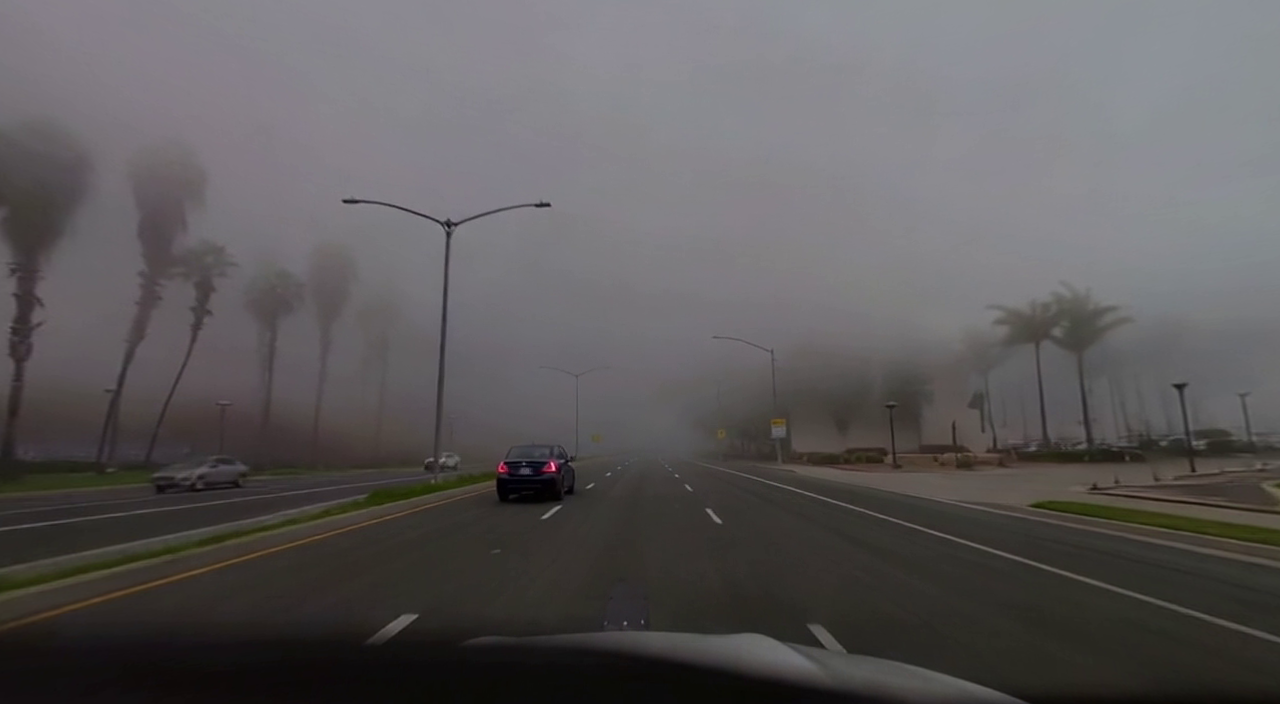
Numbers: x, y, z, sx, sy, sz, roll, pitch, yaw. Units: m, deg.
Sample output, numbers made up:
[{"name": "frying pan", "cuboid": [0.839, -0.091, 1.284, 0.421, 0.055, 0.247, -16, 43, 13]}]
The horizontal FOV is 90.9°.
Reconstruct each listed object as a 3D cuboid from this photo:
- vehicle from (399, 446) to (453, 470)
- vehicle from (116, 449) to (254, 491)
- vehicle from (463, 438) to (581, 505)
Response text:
[{"name": "vehicle", "cuboid": [-14.626, 7.247, 43.398, 1.948, 1.491, 4.723, 0, -8, 1]}, {"name": "vehicle", "cuboid": [-18.208, 4.708, 25.584, 1.993, 1.466, 4.731, 0, -8, 1]}, {"name": "vehicle", "cuboid": [-2.963, 3.121, 17.041, 2.162, 1.549, 4.795, 0, -8, 1]}]
